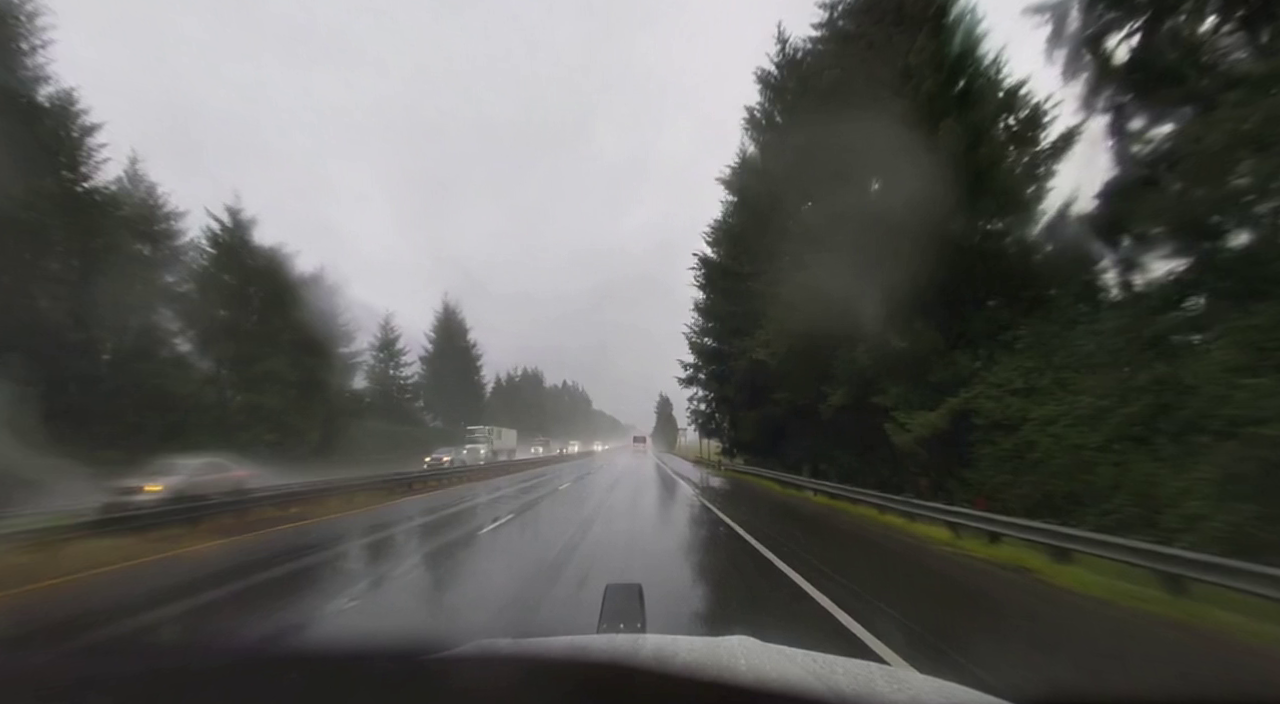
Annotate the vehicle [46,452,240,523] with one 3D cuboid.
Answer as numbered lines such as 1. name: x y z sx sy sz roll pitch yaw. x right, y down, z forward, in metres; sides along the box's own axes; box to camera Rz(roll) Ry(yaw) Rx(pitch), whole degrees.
1. vehicle: -12.110 3.265 15.751 1.762 1.521 3.738 0 -9 0

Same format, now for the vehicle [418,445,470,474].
1. vehicle: -12.388 6.834 40.142 1.904 1.704 4.258 0 -9 1
